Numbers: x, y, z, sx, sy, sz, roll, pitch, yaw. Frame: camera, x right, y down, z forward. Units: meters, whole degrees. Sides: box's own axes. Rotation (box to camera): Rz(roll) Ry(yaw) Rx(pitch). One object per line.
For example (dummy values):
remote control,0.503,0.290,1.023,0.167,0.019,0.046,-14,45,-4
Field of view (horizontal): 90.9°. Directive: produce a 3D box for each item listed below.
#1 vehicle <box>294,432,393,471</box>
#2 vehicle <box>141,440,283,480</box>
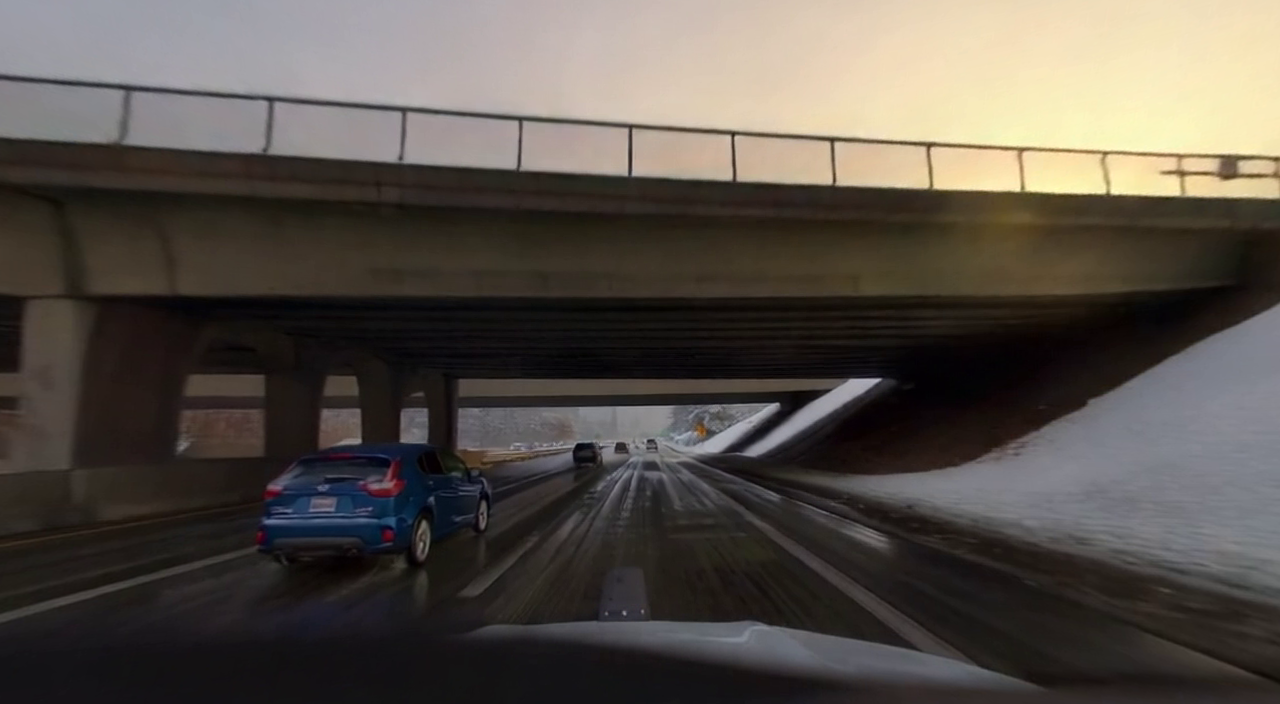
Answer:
vehicle,-15.910,5.379,34.383,2.291,1.899,6.339,0,-8,1
vehicle,-19.893,5.034,29.774,2.477,1.667,5.834,0,-8,2
